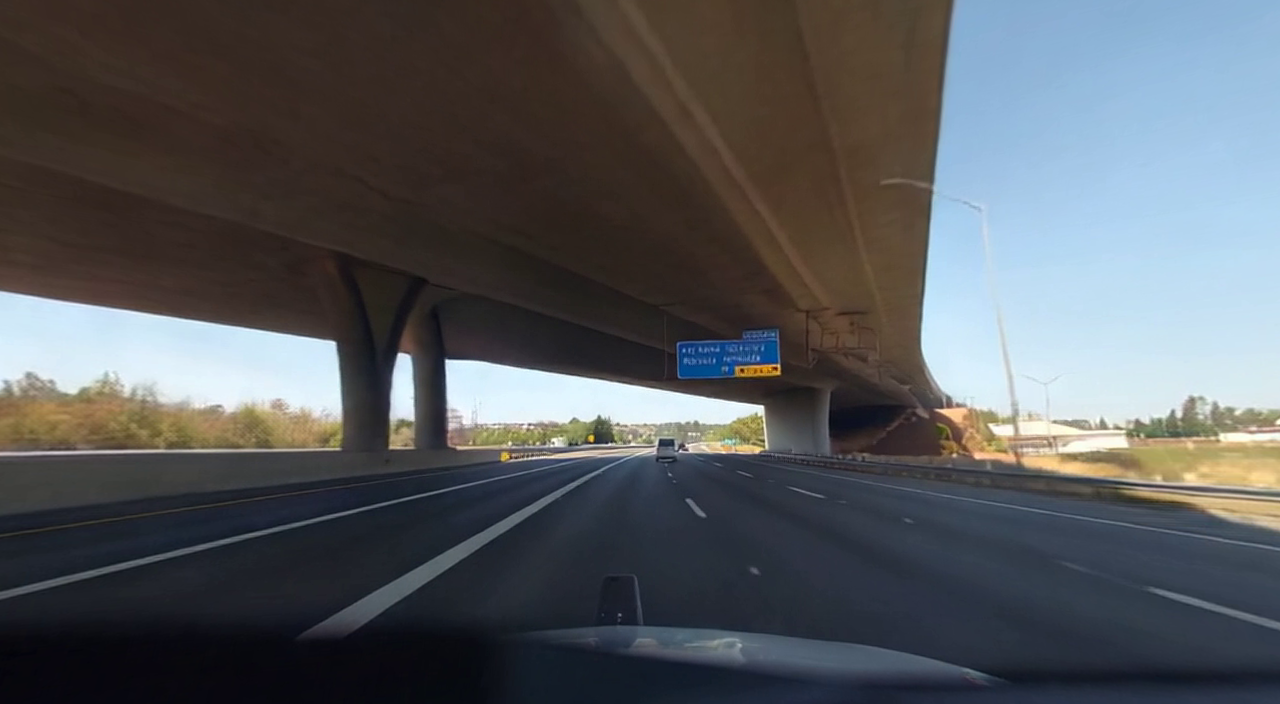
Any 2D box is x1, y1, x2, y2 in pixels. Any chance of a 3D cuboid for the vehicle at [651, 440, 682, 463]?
[{"bbox_3d":[2.026,7.773,49.499,2.224,1.738,4.376,0,-9,0],"label":"vehicle"}]
